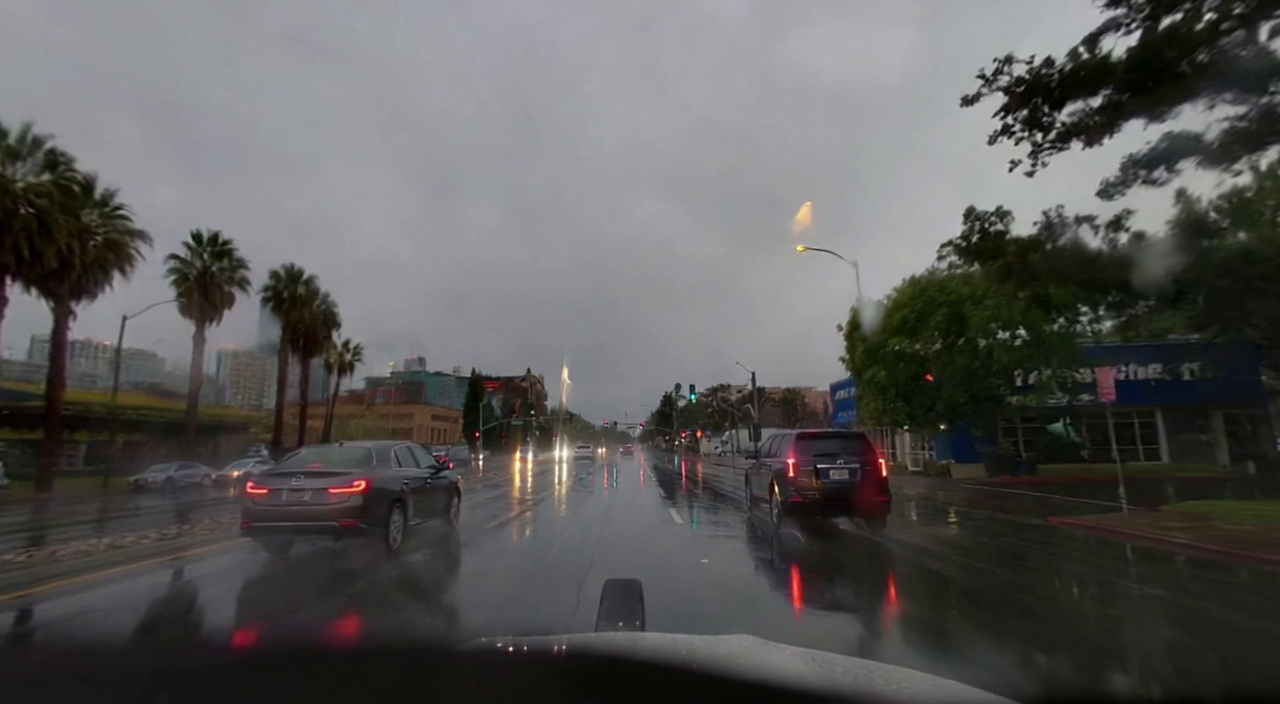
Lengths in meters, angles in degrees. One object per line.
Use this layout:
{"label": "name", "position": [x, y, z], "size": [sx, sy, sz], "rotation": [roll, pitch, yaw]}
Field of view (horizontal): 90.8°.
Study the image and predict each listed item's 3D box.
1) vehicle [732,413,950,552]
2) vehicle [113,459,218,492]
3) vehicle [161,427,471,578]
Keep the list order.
{"label": "vehicle", "position": [2.831, 1.956, 10.099], "size": [1.982, 1.711, 4.276], "rotation": [0, -9, -1]}
{"label": "vehicle", "position": [-23.570, 6.115, 31.630], "size": [1.876, 1.459, 4.411], "rotation": [0, -9, 0]}
{"label": "vehicle", "position": [-3.810, 1.824, 8.428], "size": [2.034, 1.498, 3.995], "rotation": [0, -9, -1]}
